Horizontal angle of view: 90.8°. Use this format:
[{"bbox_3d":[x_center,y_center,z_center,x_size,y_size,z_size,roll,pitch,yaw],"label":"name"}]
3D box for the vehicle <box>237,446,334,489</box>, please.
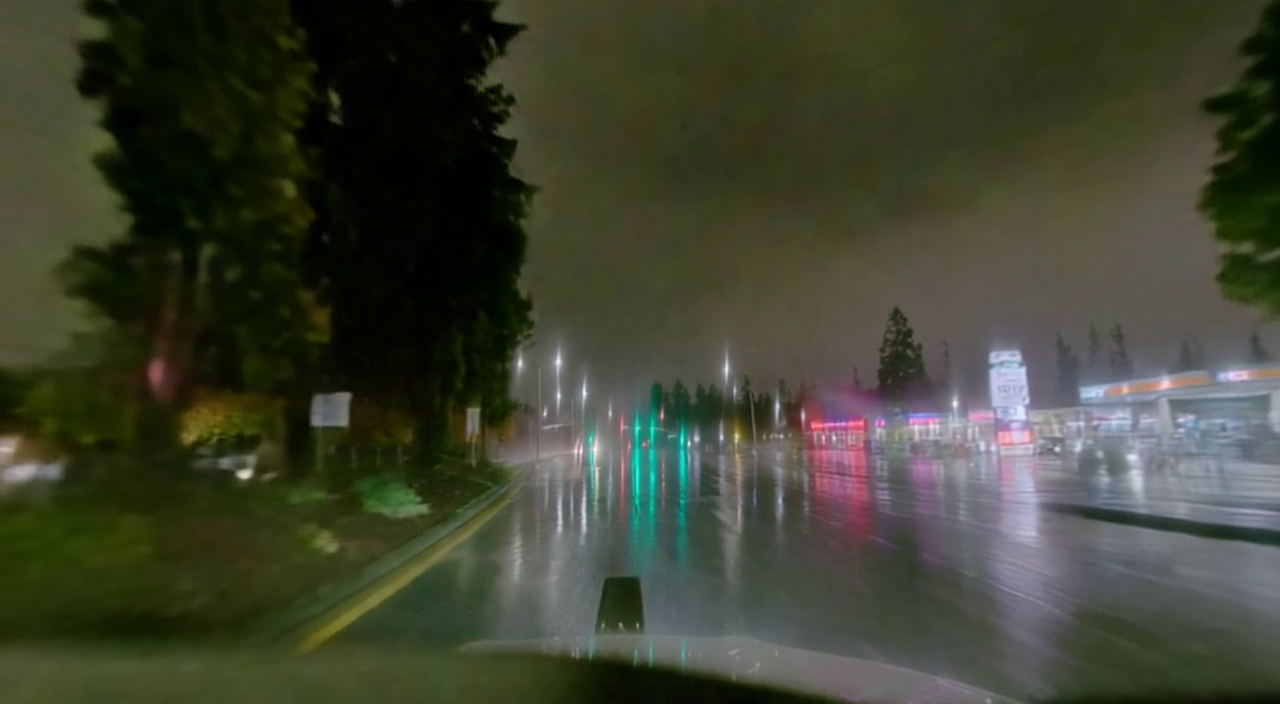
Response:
[{"bbox_3d":[-12.890,4.197,23.226,1.608,1.402,3.620,-1,-9,-3],"label":"vehicle"}]
